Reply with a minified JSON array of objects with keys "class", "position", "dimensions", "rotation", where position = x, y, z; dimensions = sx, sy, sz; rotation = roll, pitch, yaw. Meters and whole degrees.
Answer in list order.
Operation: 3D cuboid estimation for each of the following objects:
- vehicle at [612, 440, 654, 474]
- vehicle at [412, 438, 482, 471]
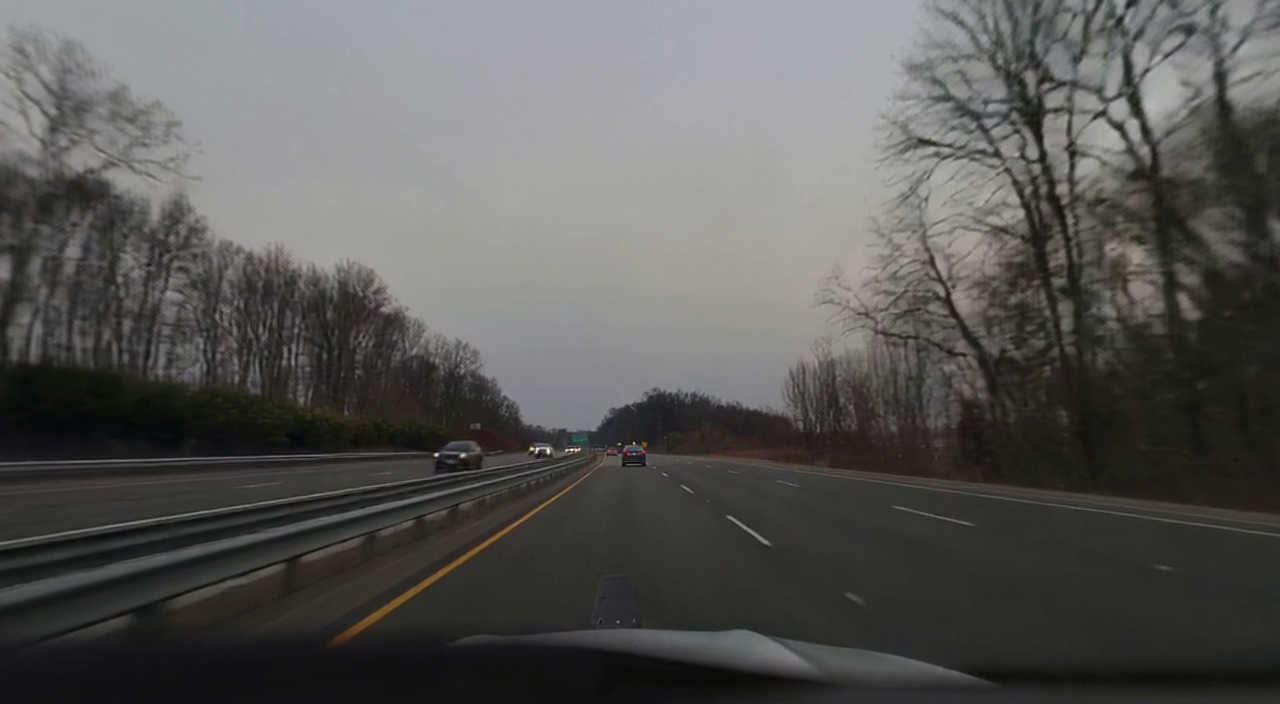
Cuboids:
[{"class":"vehicle","position":[-0.422,5.725,34.279],"dimensions":[2.151,1.693,4.201],"rotation":[0,-9,-1]},{"class":"vehicle","position":[-9.554,5.118,31.478],"dimensions":[2.088,1.500,4.613],"rotation":[0,-9,-1]}]
